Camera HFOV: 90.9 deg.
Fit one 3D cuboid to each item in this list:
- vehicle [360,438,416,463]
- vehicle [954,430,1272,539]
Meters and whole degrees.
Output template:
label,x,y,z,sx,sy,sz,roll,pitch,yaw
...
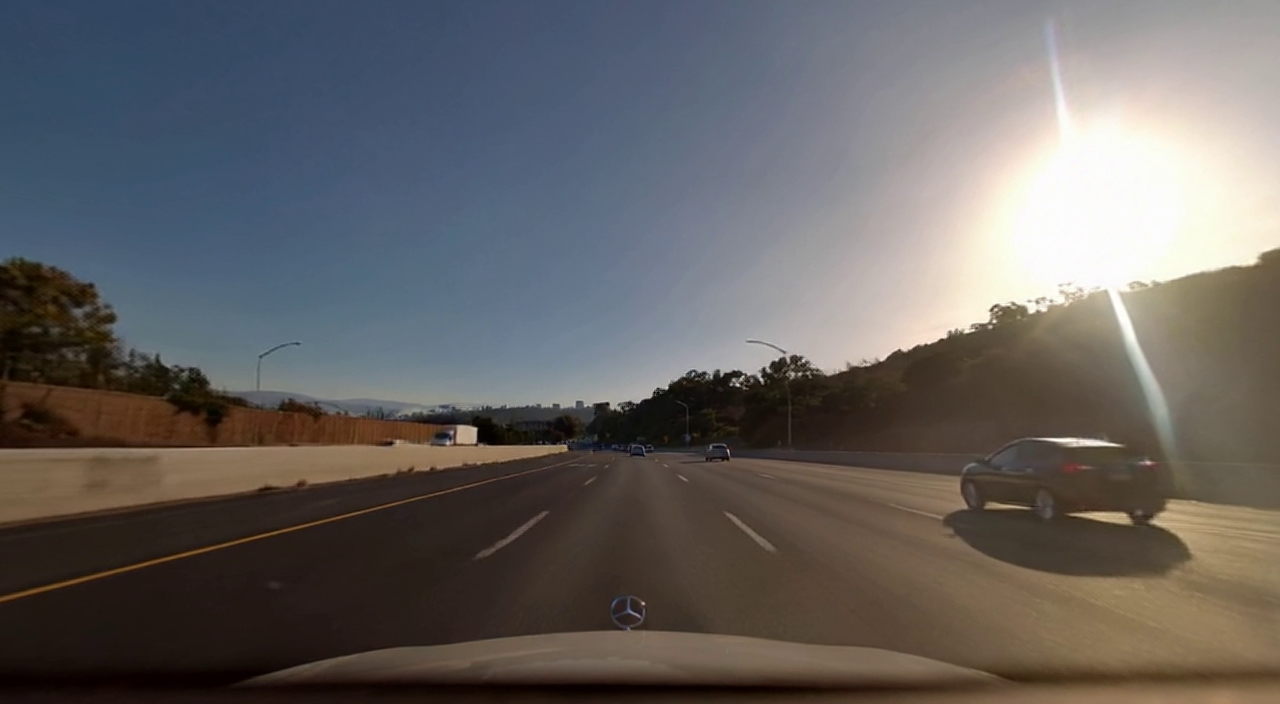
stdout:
label,x,y,z,sx,sy,sz,roll,pitch,yaw
vehicle,-17.929,7.037,45.143,1.927,1.619,4.965,0,-8,0
vehicle,7.832,2.211,11.247,2.031,1.524,4.657,0,-8,0
